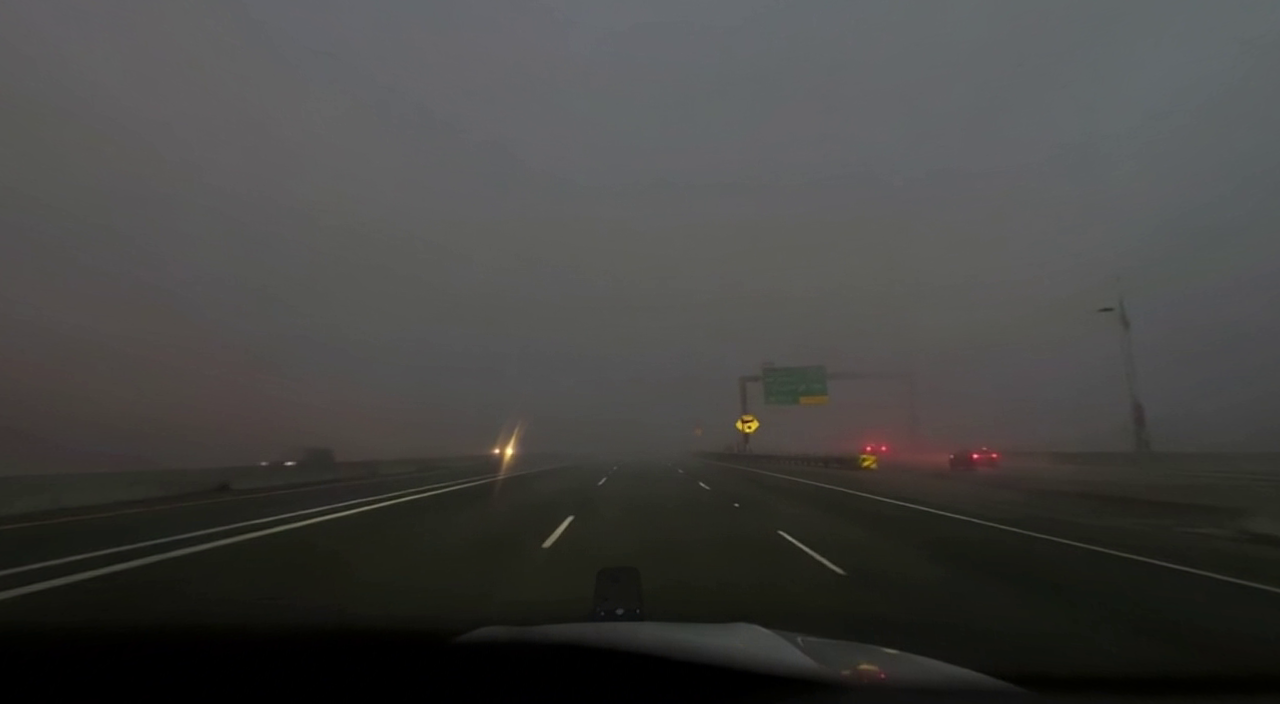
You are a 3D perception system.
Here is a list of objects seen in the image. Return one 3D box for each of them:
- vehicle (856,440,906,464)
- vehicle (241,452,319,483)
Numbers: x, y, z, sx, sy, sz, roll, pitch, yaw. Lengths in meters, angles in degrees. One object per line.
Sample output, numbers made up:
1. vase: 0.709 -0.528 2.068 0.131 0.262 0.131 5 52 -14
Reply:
1. vehicle: 15.199 6.323 39.786 1.699 1.453 3.689 -1 -9 0
2. vehicle: -20.255 6.492 35.573 1.855 1.552 4.257 -1 -9 0
